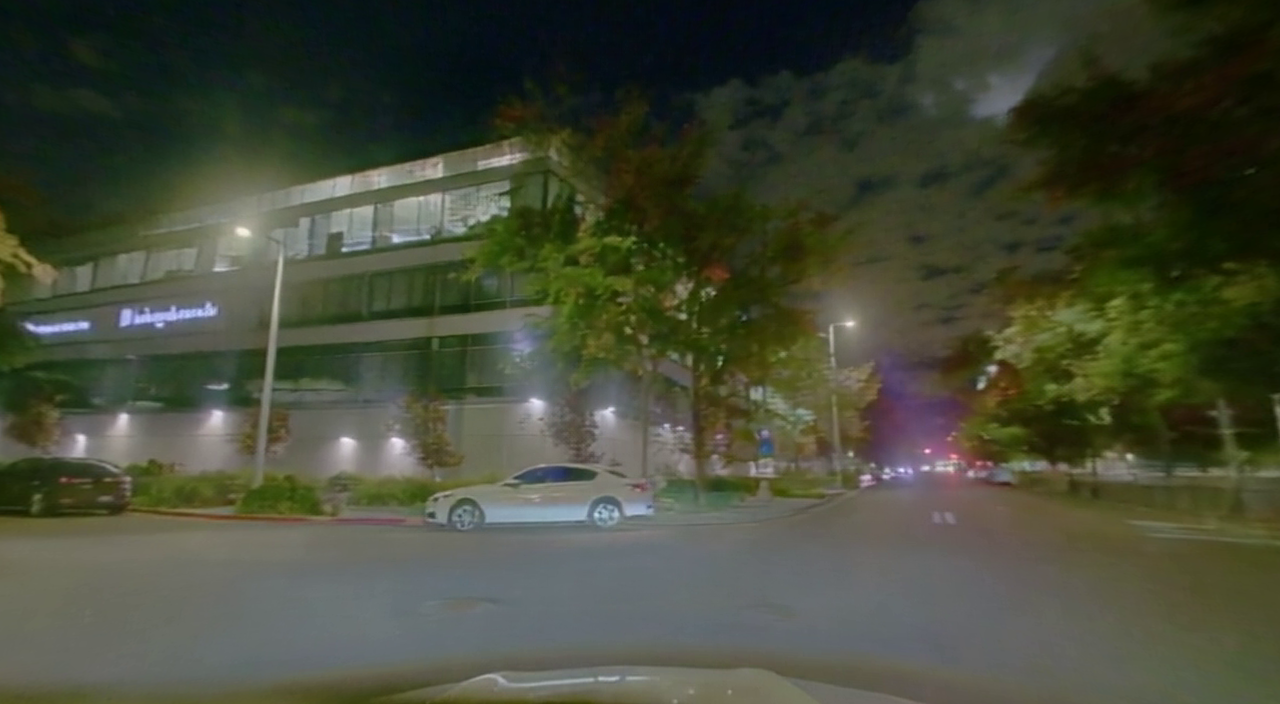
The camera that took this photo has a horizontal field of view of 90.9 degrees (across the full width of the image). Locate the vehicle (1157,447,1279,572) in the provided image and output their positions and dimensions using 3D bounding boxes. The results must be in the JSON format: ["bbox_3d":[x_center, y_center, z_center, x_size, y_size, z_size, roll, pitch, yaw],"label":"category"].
[{"bbox_3d":[9.643,2.269,9.369,1.865,1.529,4.407,-4,-12,24],"label":"vehicle"}]

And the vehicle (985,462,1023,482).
[{"bbox_3d":[27.632,9.098,47.877,1.998,1.424,3.589,-3,-11,22],"label":"vehicle"}]

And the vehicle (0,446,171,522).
[{"bbox_3d":[-13.025,2.922,14.239,4.118,1.482,1.889,-4,-11,23],"label":"vehicle"}]

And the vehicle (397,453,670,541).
[{"bbox_3d":[-1.999,2.770,12.219,4.770,1.448,1.983,3,-11,-14],"label":"vehicle"}]
